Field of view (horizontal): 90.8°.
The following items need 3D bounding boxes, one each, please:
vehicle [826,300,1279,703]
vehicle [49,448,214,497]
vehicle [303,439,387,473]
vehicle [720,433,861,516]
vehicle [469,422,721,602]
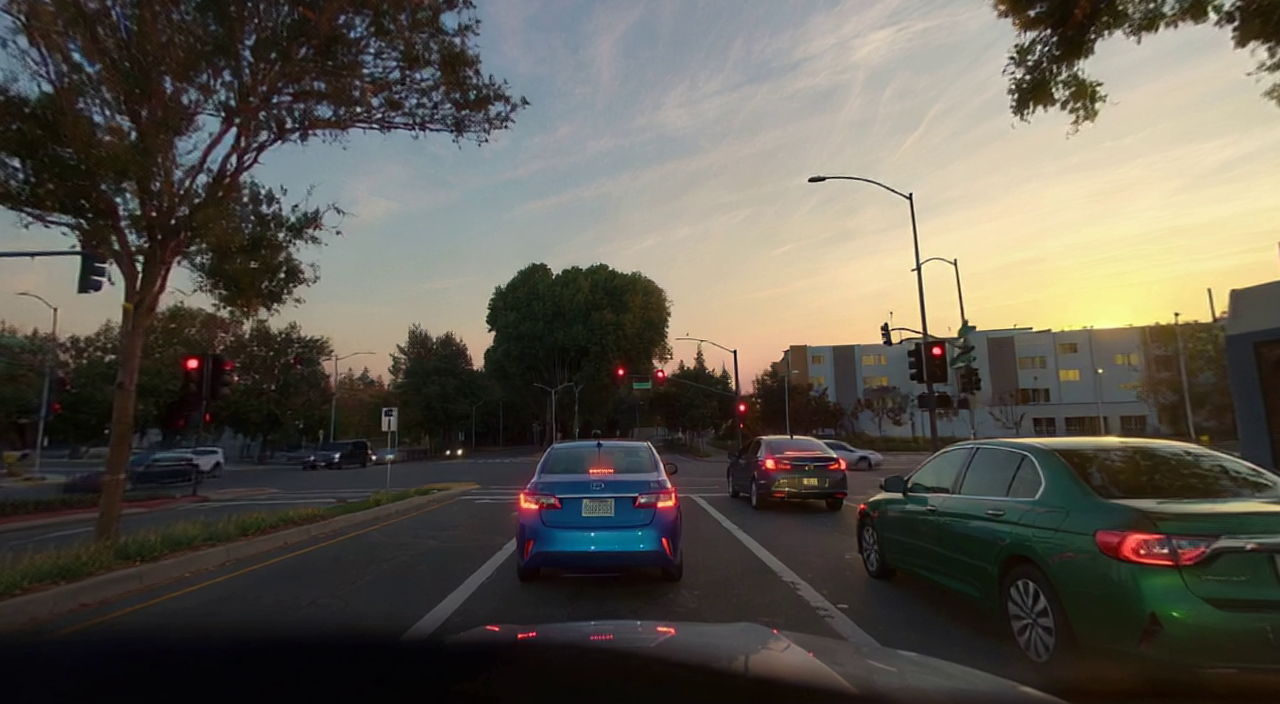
[{"bbox_3d":[3.571,1.113,5.059,2.572,1.945,5.065,0,-8,0],"label":"vehicle"},{"bbox_3d":[-18.246,4.301,23.028,2.130,1.550,4.618,0,-8,1],"label":"vehicle"},{"bbox_3d":[-17.986,6.364,38.936,2.308,1.903,5.813,0,-8,0],"label":"vehicle"},{"bbox_3d":[3.151,2.673,14.328,2.026,1.549,4.559,0,-8,-1],"label":"vehicle"},{"bbox_3d":[-0.406,1.655,7.398,2.143,1.520,3.848,0,-8,-1],"label":"vehicle"}]
